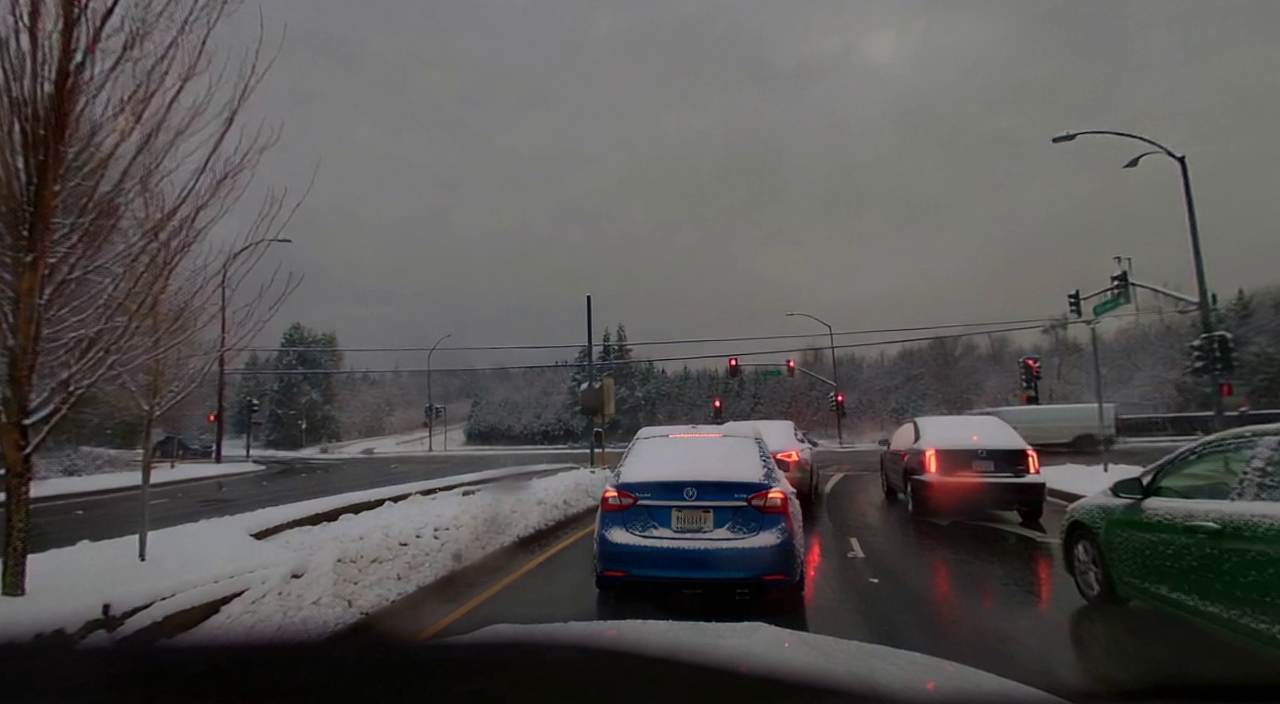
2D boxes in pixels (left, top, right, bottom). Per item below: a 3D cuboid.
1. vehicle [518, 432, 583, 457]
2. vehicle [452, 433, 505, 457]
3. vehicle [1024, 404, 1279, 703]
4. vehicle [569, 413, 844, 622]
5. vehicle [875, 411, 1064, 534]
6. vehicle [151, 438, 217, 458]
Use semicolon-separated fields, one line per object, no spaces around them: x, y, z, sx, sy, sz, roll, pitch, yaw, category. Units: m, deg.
-5.963;6.112;41.558;1.932;1.573;4.509;8;-12;-44;vehicle
-12.456;7.117;48.199;1.972;1.705;4.457;8;-11;-43;vehicle
4.249;1.057;3.366;1.954;1.508;4.441;-1;-8;6;vehicle
0.853;1.497;6.690;2.052;1.483;3.928;-2;-8;12;vehicle
5.543;2.046;11.283;2.102;1.717;4.373;-2;-9;16;vehicle
-35.337;7.447;48.665;1.652;1.433;3.733;-7;-11;40;vehicle
